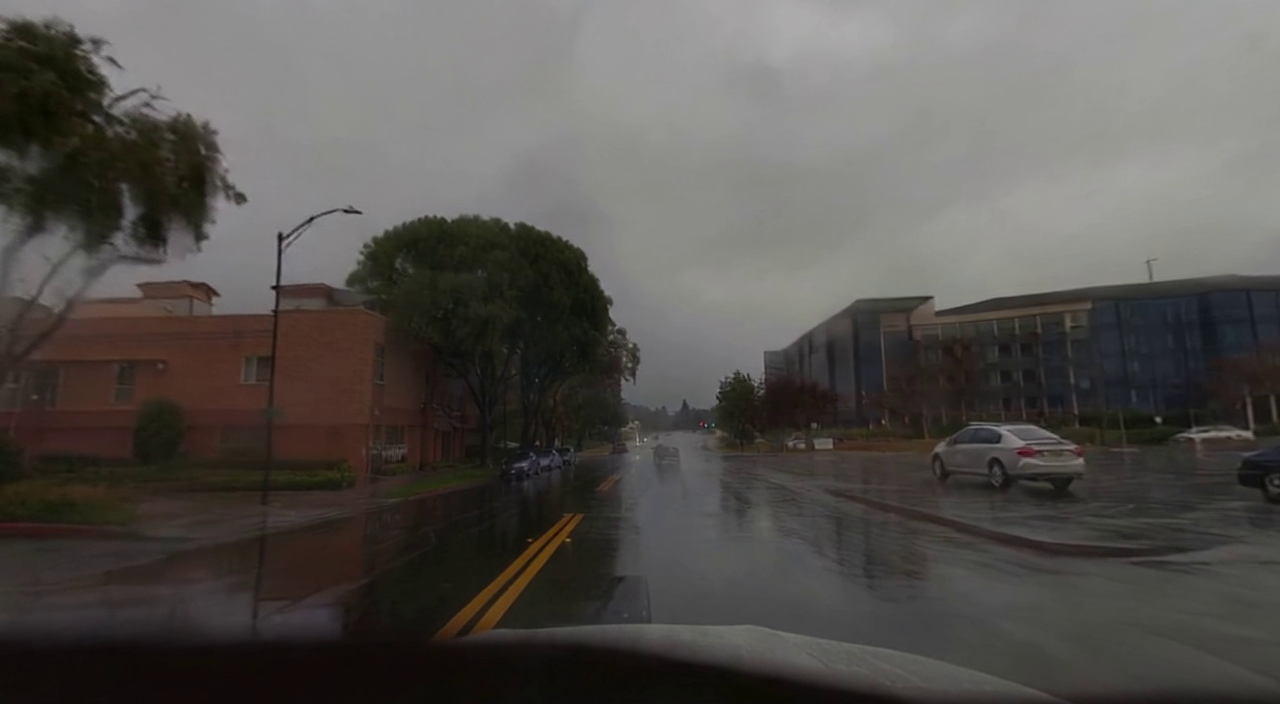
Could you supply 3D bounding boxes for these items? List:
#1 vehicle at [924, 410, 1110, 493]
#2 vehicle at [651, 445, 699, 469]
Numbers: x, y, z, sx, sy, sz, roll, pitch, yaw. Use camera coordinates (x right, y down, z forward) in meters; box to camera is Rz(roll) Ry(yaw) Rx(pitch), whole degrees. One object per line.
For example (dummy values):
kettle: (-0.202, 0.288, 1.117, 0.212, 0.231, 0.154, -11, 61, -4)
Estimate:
vehicle: (9.559, 2.637, 16.580, 2.018, 1.840, 4.662, 0, -10, 1)
vehicle: (2.640, 8.094, 48.682, 2.097, 1.740, 4.277, 3, -9, -20)
